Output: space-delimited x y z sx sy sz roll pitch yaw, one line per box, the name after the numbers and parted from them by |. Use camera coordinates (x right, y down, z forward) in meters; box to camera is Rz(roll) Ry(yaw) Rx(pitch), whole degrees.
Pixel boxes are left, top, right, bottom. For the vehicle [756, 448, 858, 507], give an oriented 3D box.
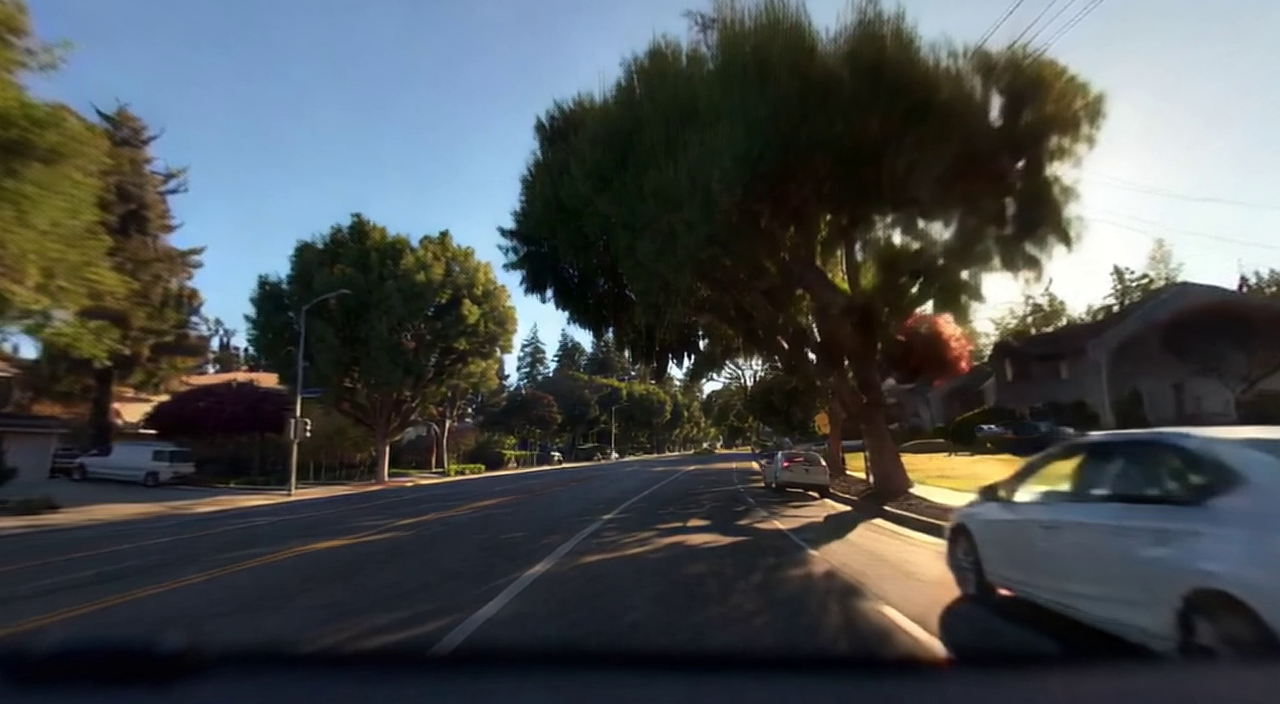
4.621 3.516 18.227 1.993 1.457 4.599 -1 -9 4 | vehicle

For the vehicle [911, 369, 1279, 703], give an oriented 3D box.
3.808 1.216 4.352 1.989 1.782 4.351 0 -9 1 | vehicle

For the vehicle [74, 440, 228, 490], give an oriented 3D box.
-21.690 5.033 28.205 5.134 2.110 2.040 0 -9 1 | vehicle
